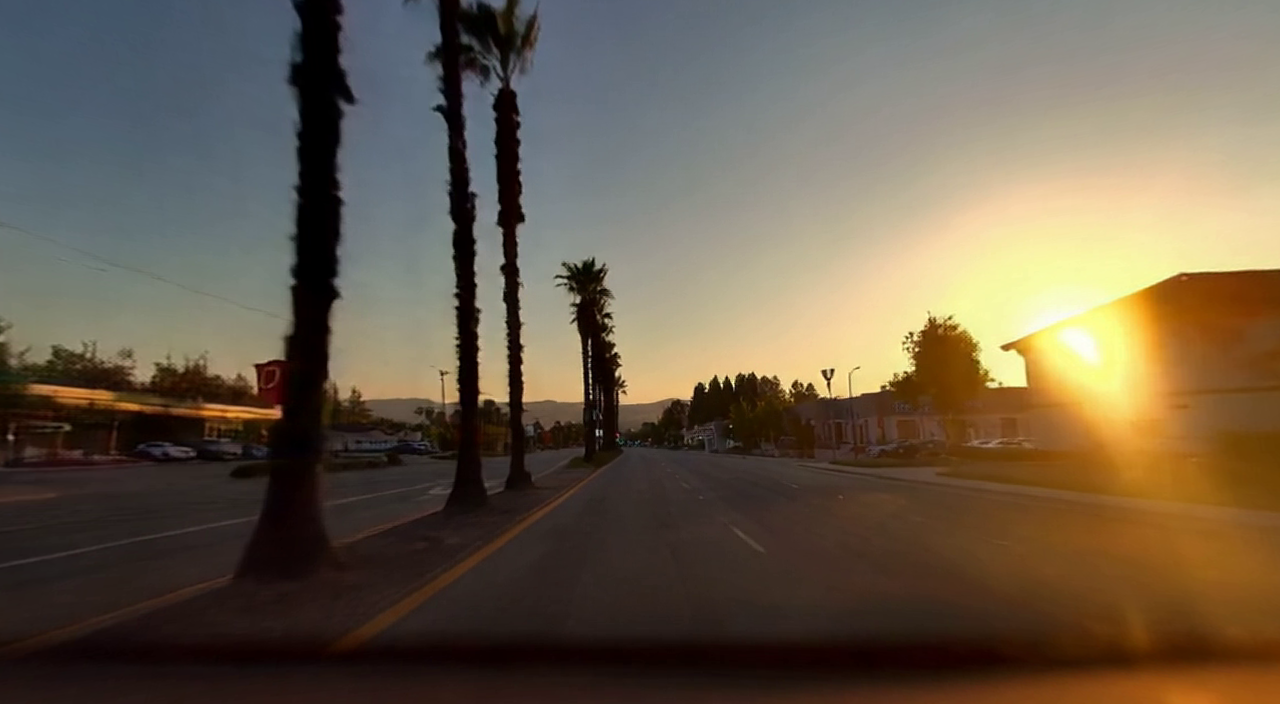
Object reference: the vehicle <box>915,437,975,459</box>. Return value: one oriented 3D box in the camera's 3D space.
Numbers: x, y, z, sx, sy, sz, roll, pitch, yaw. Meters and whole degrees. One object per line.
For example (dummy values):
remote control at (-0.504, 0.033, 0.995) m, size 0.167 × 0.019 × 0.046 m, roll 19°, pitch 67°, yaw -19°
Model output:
vehicle at (21.424, 6.801, 44.530) m, size 1.986 × 1.454 × 4.332 m, roll -1°, pitch -9°, yaw -1°

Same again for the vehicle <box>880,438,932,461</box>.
vehicle at (18.618, 6.822, 44.405) m, size 1.852 × 1.487 × 3.896 m, roll -1°, pitch -8°, yaw -2°

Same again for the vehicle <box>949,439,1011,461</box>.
vehicle at (24.116, 6.954, 44.978) m, size 1.956 × 1.517 × 4.088 m, roll 0°, pitch -8°, yaw -2°

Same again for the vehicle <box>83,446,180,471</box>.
vehicle at (-31.581, 6.610, 39.310) m, size 4.351 × 1.430 × 1.858 m, roll 0°, pitch -8°, yaw -2°

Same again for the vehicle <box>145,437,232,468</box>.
vehicle at (-31.691, 7.060, 44.440) m, size 4.437 × 2.070 × 2.023 m, roll 0°, pitch -9°, yaw -1°
